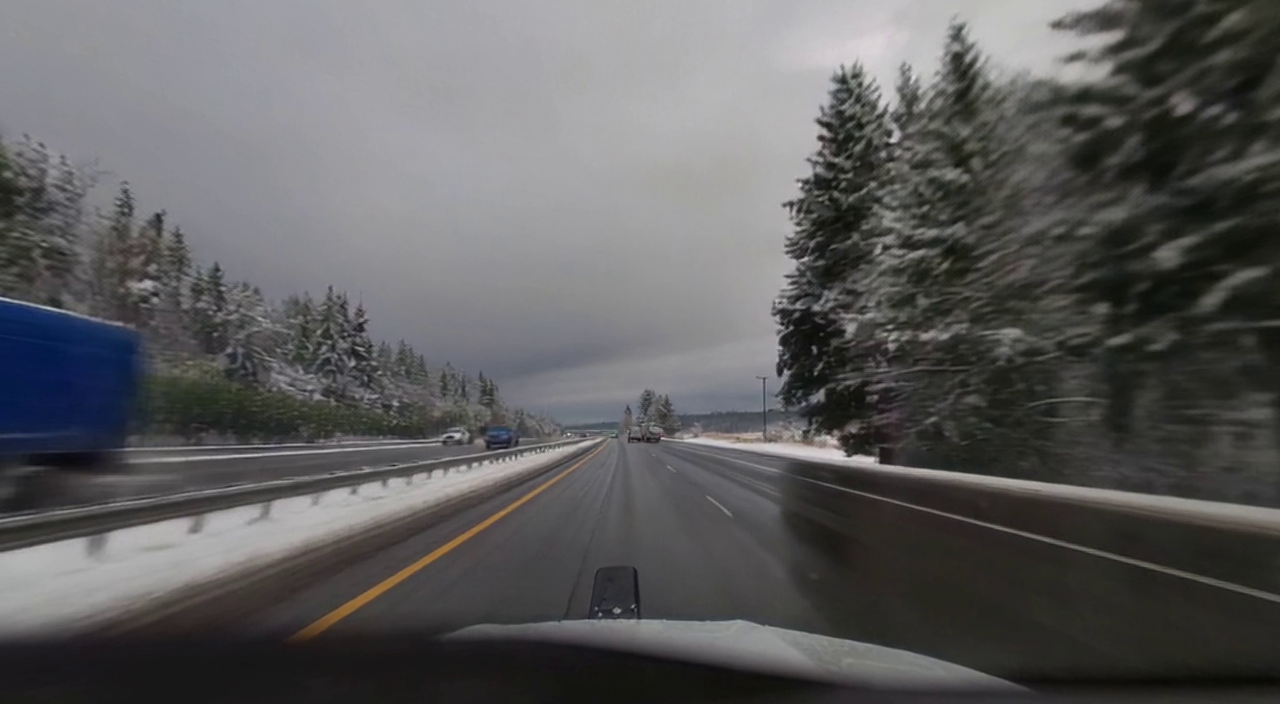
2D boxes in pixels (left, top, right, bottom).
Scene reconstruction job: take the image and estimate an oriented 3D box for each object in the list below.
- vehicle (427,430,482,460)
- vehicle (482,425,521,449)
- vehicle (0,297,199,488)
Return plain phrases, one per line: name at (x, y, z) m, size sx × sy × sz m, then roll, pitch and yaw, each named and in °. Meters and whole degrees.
vehicle at (-10.436, 5.255, 35.813) m, size 1.933 × 1.555 × 4.470 m, roll 1°, pitch -7°, yaw -2°
vehicle at (-9.822, 6.086, 45.031) m, size 1.925 × 1.581 × 4.138 m, roll 0°, pitch -8°, yaw -1°
vehicle at (-13.348, 0.759, 11.799) m, size 2.738 × 3.535 × 10.525 m, roll 0°, pitch -8°, yaw -1°
